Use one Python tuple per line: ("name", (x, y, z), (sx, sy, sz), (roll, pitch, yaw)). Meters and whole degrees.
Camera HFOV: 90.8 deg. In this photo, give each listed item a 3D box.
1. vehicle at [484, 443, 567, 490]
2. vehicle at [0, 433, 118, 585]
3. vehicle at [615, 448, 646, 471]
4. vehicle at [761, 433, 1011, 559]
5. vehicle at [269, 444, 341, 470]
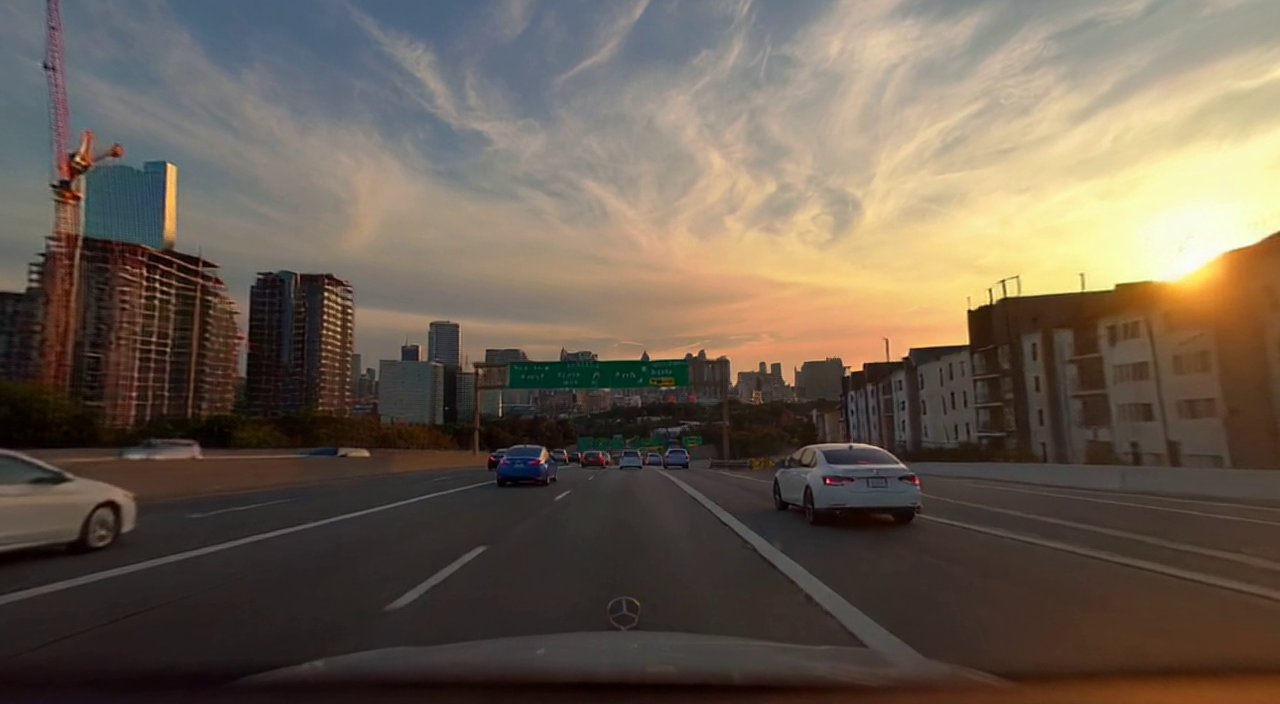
("vehicle", (-4.023, 4.087, 23.018), (2.136, 1.512, 4.488), (0, -8, 1))
("vehicle", (-7.497, 1.493, 5.706), (1.951, 1.528, 4.209), (0, -8, 0))
("vehicle", (-0.624, 7.364, 43.383), (2.019, 1.472, 3.971), (0, -8, -1))
("vehicle", (3.376, 2.053, 9.835), (1.995, 1.486, 4.463), (0, -8, -1))
("vehicle", (-20.396, 6.403, 38.708), (1.848, 1.498, 4.626), (0, -8, 0))
